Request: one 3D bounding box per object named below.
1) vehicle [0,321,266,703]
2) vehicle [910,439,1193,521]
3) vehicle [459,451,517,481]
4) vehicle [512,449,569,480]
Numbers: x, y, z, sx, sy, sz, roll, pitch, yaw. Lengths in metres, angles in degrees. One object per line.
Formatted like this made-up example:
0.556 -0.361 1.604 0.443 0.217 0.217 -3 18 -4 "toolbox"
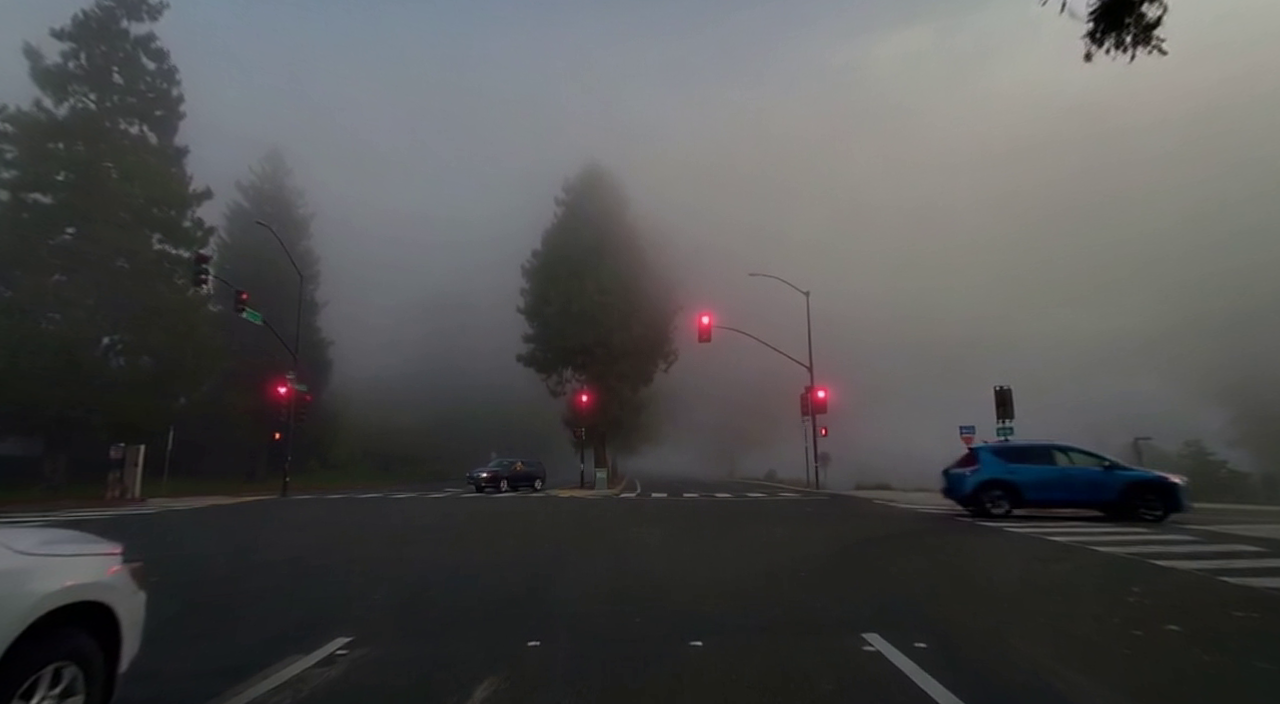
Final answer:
-3.456 0.669 1.528 2.242 1.761 4.505 0 -8 1 "vehicle"
8.066 2.521 12.686 4.404 1.486 1.841 0 -8 -2 "vehicle"
-8.000 6.006 33.481 1.960 1.433 4.213 0 -8 1 "vehicle"
-5.195 5.923 33.535 2.107 1.456 4.728 0 -8 2 "vehicle"
